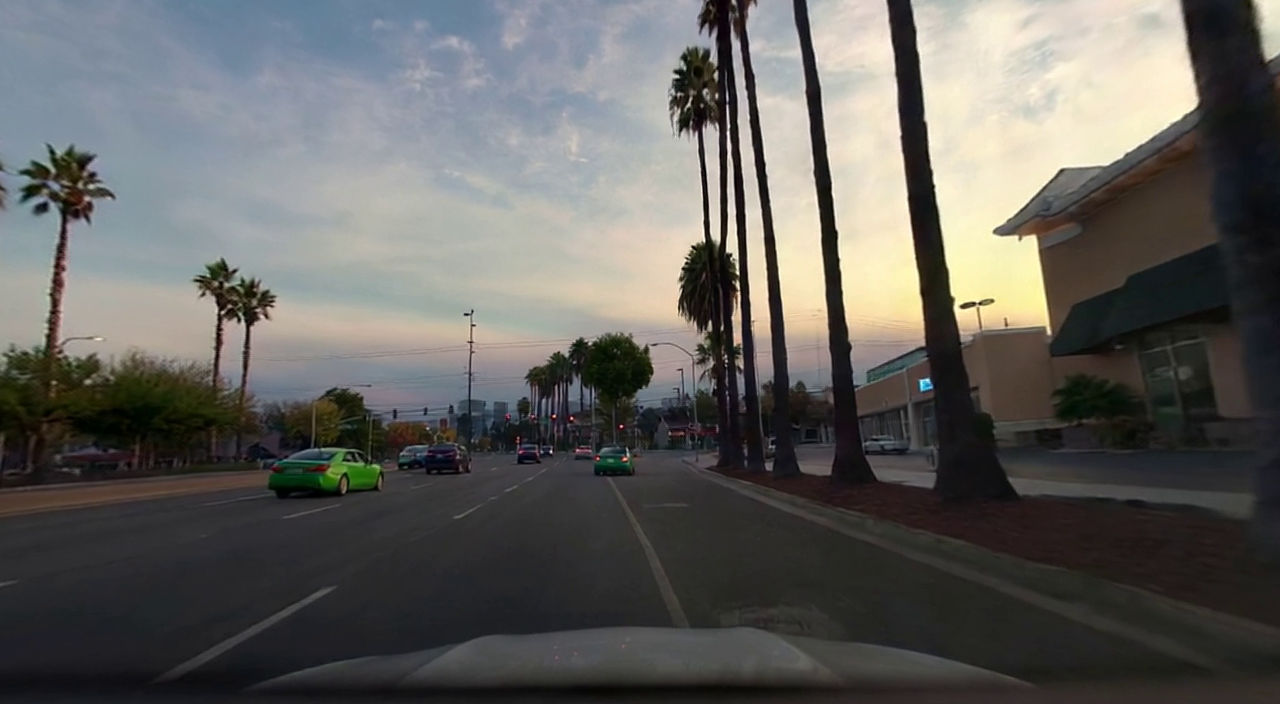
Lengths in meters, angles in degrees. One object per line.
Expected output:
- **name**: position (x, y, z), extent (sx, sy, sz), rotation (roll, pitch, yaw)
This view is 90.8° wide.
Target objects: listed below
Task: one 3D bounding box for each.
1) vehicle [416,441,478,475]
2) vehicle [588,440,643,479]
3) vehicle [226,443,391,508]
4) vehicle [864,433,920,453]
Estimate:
- **vehicle**: position (-10.292, 5.687, 34.159), extent (2.108, 1.669, 5.076), rotation (0, -9, -4)
- **vehicle**: position (-0.973, 4.602, 27.363), extent (2.070, 1.493, 4.570), rotation (-1, -9, 2)
- **vehicle**: position (-8.553, 3.183, 16.862), extent (1.958, 1.455, 4.504), rotation (-1, -8, 0)
- **vehicle**: position (19.227, 7.005, 48.423), extent (1.882, 1.463, 4.550), rotation (1, -10, -7)
